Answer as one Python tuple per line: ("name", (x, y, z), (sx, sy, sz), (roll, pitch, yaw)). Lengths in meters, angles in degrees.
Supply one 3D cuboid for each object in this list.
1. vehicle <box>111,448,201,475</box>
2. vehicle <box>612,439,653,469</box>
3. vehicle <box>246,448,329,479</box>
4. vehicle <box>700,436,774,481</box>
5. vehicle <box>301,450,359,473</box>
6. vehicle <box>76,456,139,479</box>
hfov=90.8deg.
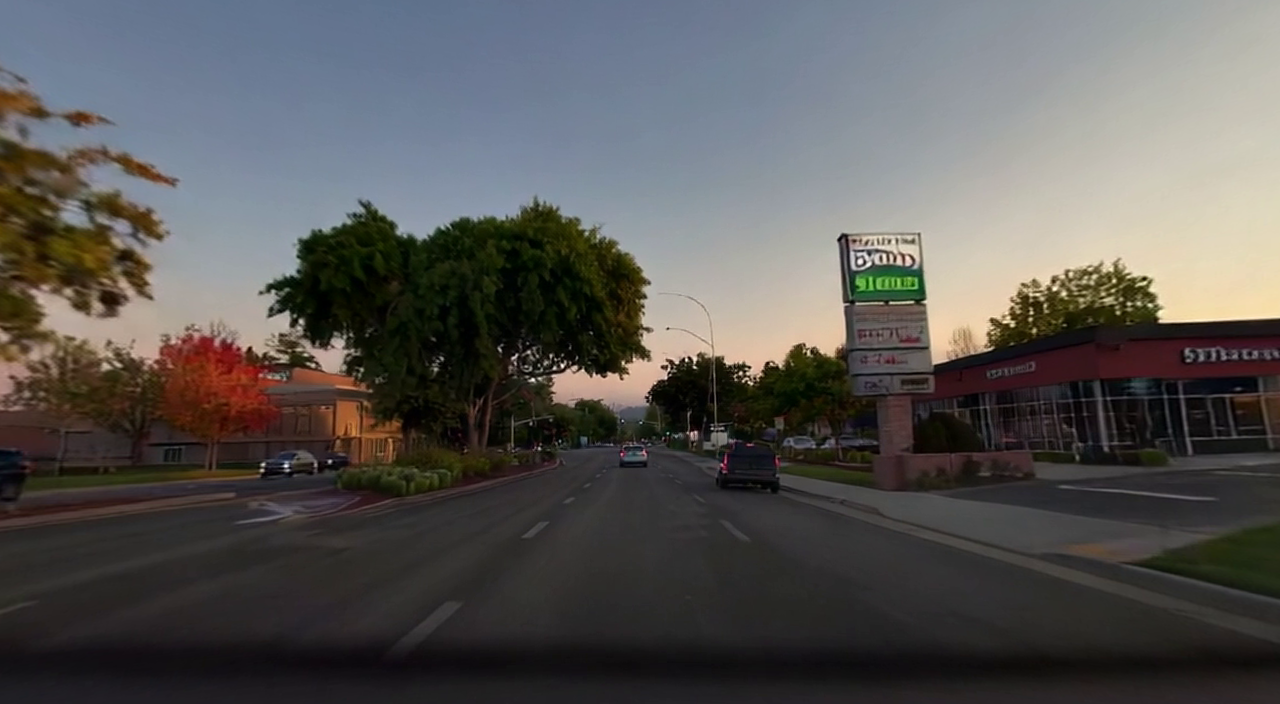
("vehicle", (-34.779, 7.846, 45.657), (2.173, 1.734, 5.810), (0, -9, -4))
("vehicle", (-0.441, 5.636, 35.128), (2.103, 1.506, 4.742), (0, -9, -1))
("vehicle", (-18.249, 5.786, 33.002), (1.827, 1.471, 4.428), (0, -9, -1))
("vehicle", (3.708, 4.186, 25.067), (2.060, 1.611, 4.675), (0, -9, -2))
("vehicle", (-21.810, 7.686, 44.689), (1.873, 1.506, 4.447), (0, -9, 0))
("vehicle", (-37.951, 8.192, 45.130), (1.724, 1.495, 3.818), (2, -9, -12))
